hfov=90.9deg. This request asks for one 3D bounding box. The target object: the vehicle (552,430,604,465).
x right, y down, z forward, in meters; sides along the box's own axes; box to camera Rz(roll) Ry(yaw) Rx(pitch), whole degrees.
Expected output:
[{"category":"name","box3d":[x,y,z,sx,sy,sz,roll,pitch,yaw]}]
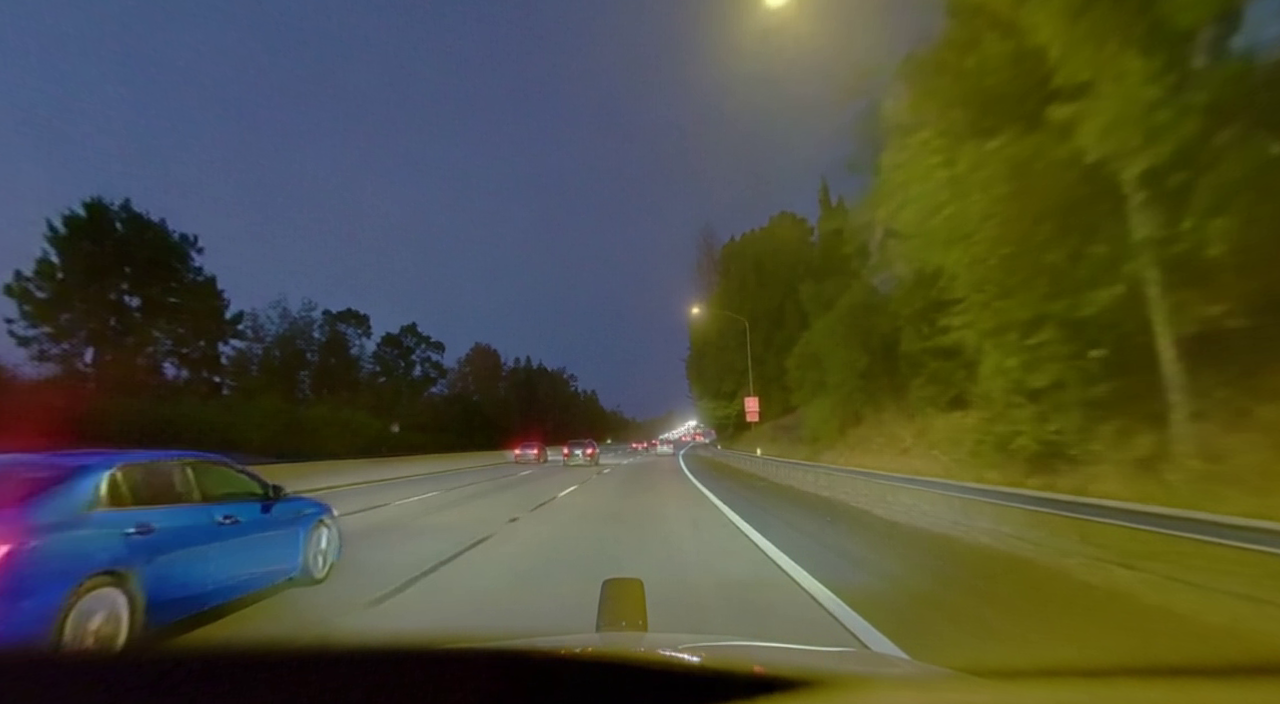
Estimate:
[{"category":"vehicle","box3d":[-3.203,5.091,33.586,2.071,1.716,4.363,0,-8,3]}]

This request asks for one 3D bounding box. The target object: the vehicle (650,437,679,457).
[{"category":"vehicle","box3d":[1.883,7.162,47.509,2.113,1.464,4.073,-1,-8,4]}]

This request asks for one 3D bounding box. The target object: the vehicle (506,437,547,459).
[{"category":"vehicle","box3d":[-7.775,6.642,43.548,1.883,1.411,4.053,0,-8,3]}]
